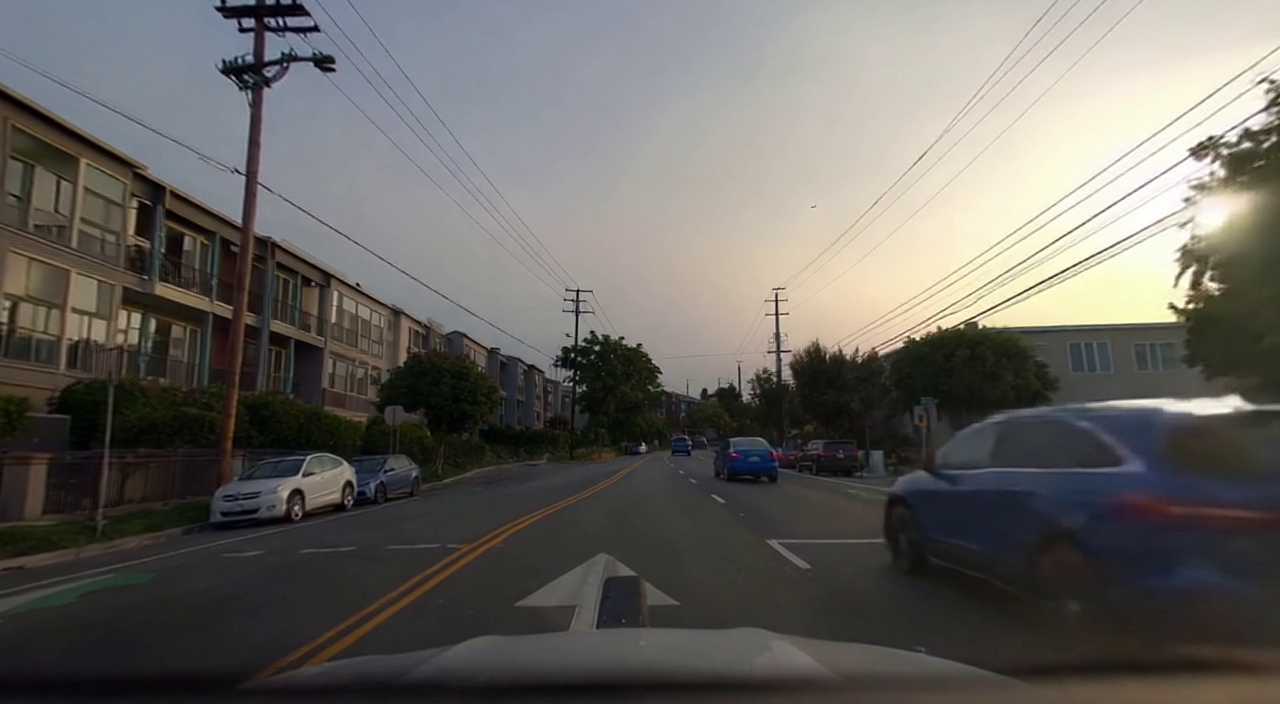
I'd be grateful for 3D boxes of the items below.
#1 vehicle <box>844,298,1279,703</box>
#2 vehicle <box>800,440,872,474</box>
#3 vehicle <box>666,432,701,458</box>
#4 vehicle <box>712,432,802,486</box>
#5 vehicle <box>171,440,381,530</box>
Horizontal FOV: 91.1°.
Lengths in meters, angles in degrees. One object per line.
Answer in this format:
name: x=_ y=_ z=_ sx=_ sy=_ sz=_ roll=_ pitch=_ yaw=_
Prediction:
vehicle: x=3.581 y=1.051 z=4.766 sx=2.368 sy=1.840 sz=4.896 roll=0 pitch=-8 yaw=0
vehicle: x=9.278 y=5.005 z=30.122 sx=1.935 sy=1.478 sz=4.711 roll=0 pitch=-8 yaw=0
vehicle: x=3.111 y=6.783 z=45.653 sx=2.046 sy=1.784 sz=4.687 roll=0 pitch=-8 yaw=-1
vehicle: x=3.669 y=3.453 z=20.575 sx=2.028 sy=1.552 sz=4.370 roll=0 pitch=-8 yaw=-1
vehicle: x=-8.564 y=3.112 z=15.447 sx=2.381 sy=1.825 sz=4.652 roll=0 pitch=-8 yaw=-1
